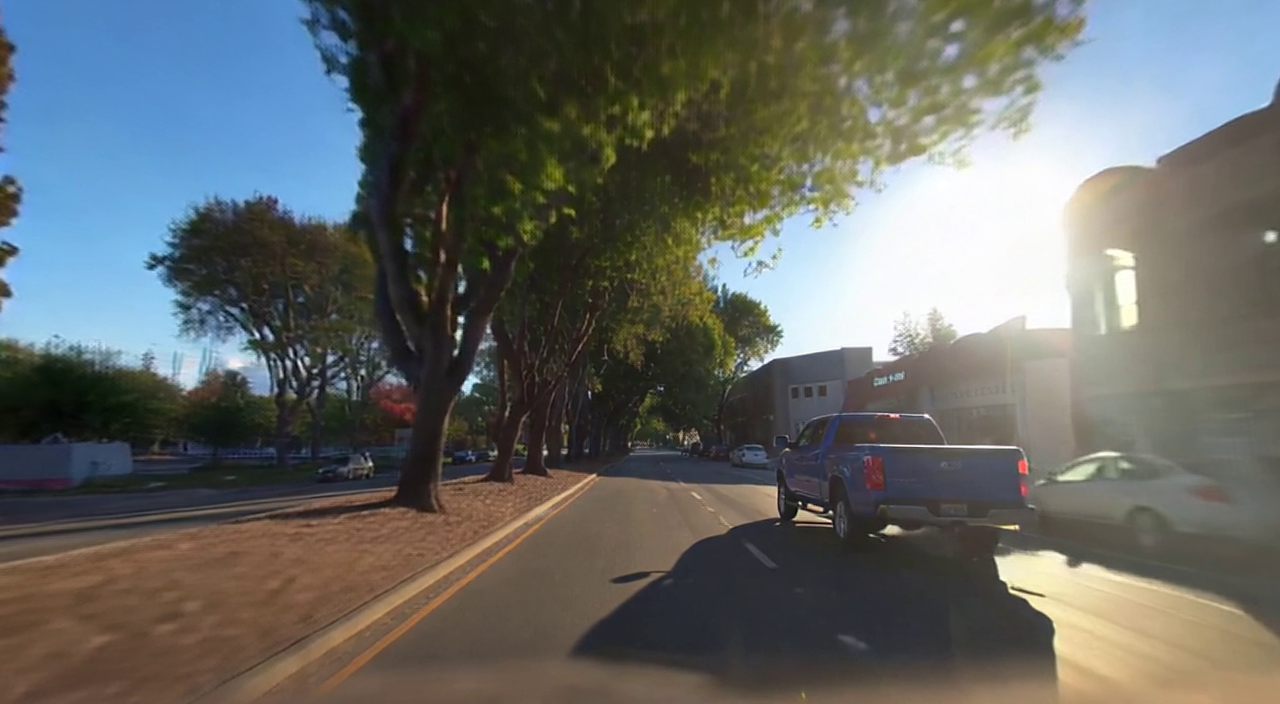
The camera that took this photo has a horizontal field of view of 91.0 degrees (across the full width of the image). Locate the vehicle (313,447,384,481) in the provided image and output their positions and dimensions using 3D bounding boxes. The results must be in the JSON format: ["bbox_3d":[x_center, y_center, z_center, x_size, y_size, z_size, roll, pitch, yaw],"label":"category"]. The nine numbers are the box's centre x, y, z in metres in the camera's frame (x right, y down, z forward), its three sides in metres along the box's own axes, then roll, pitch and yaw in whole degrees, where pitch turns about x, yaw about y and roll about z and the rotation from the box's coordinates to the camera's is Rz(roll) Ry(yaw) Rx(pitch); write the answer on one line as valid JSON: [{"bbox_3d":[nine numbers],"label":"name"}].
[{"bbox_3d":[-16.022,6.157,34.829,1.913,1.734,4.357,0,-8,-2],"label":"vehicle"}]

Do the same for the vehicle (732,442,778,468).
[{"bbox_3d":[7.287,6.557,40.272,1.863,1.588,4.670,0,-8,-2],"label":"vehicle"}]

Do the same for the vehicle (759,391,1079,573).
[{"bbox_3d":[3.330,1.709,9.107,2.085,1.828,5.383,0,-8,-1],"label":"vehicle"}]

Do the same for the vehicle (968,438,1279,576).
[{"bbox_3d":[7.391,2.093,9.547,2.108,1.503,5.000,1,-8,0],"label":"vehicle"}]
